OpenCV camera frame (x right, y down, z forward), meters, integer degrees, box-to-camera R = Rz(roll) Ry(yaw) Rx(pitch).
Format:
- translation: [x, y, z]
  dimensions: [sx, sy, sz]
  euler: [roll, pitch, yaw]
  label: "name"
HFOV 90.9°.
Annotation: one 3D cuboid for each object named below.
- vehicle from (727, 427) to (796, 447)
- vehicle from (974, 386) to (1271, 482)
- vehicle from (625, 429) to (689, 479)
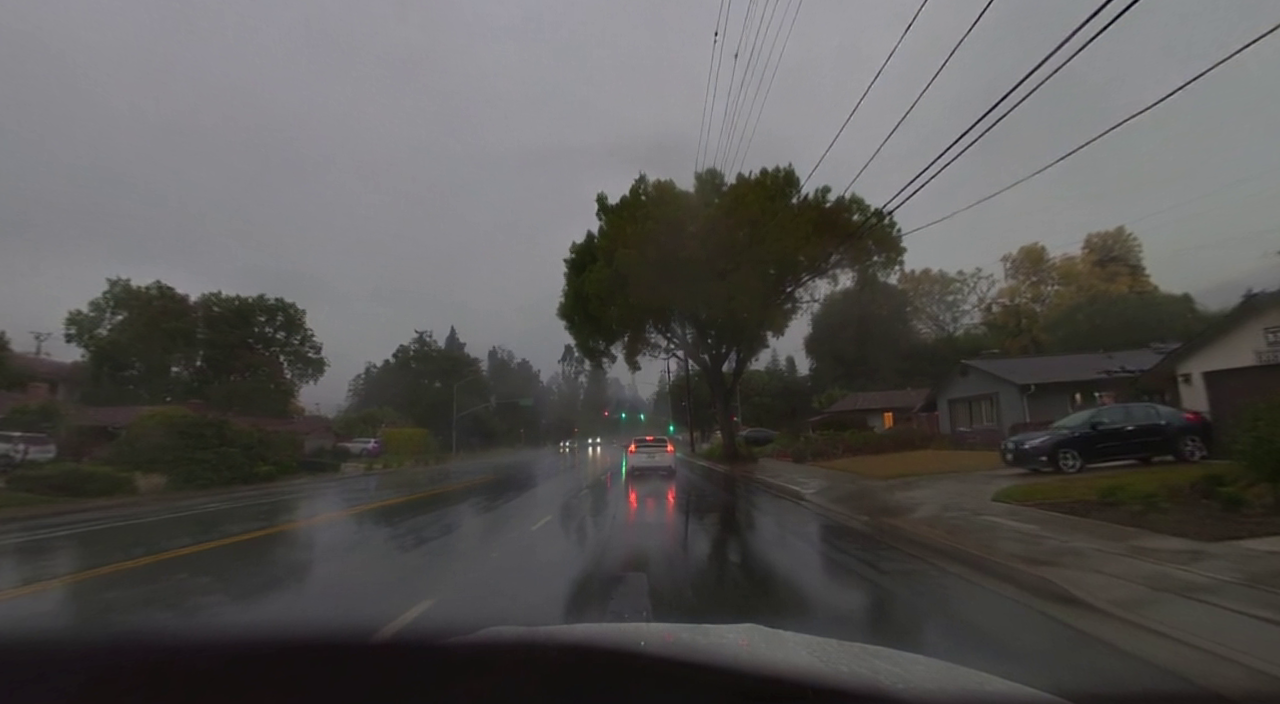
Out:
- translation: [9.338, 6.582, 48.547]
  dimensions: [4.783, 1.514, 1.895]
  euler: [2, -9, -14]
  label: "vehicle"
- translation: [10.200, 1.772, 13.641]
  dimensions: [4.746, 1.485, 1.916]
  euler: [-5, -8, 0]
  label: "vehicle"
- translation: [0.575, 3.634, 22.632]
  dimensions: [2.088, 1.607, 3.903]
  euler: [0, -8, 1]
  label: "vehicle"
